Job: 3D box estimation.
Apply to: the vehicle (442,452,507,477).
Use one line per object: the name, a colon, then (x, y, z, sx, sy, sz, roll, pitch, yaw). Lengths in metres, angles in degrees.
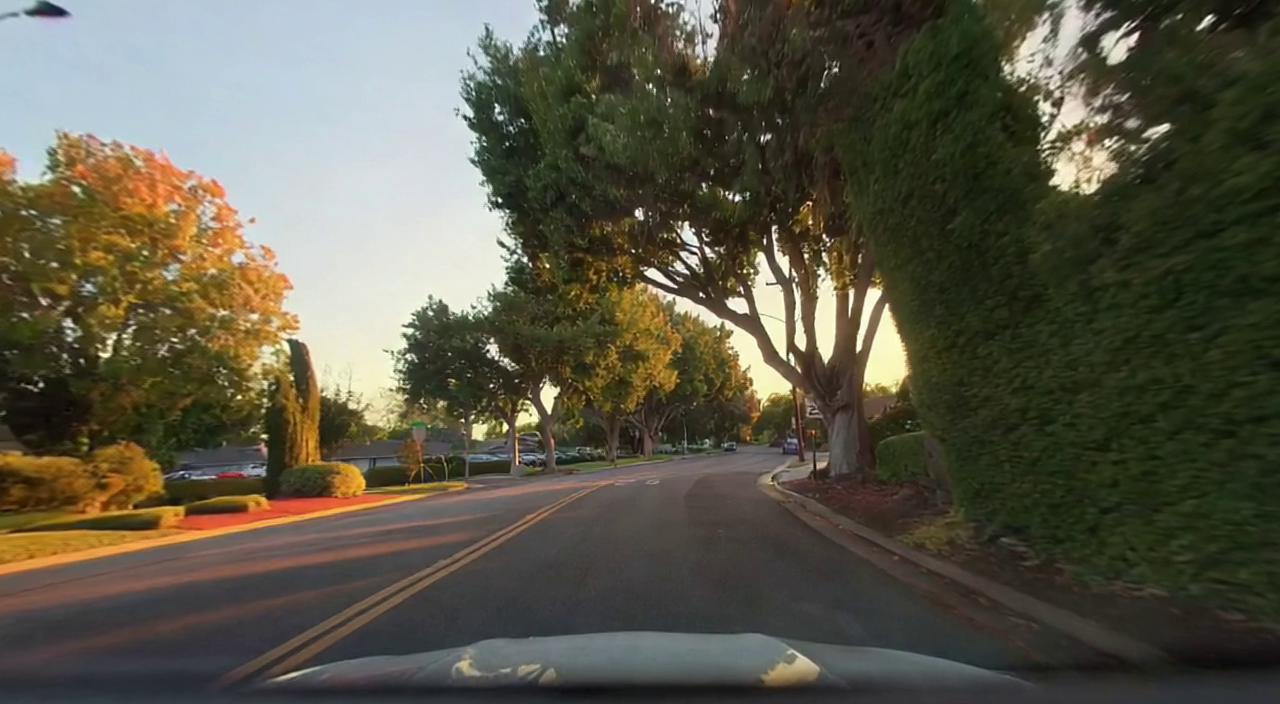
vehicle: (-12.779, 8.644, 48.576, 4.675, 1.442, 1.906, -2, -8, -19)

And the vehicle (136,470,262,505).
vehicle: (-22.225, 6.830, 32.100, 4.943, 1.493, 2.036, 4, -9, -28)

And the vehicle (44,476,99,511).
vehicle: (-30.495, 7.519, 33.840, 1.849, 1.484, 4.693, 8, -12, -43)
